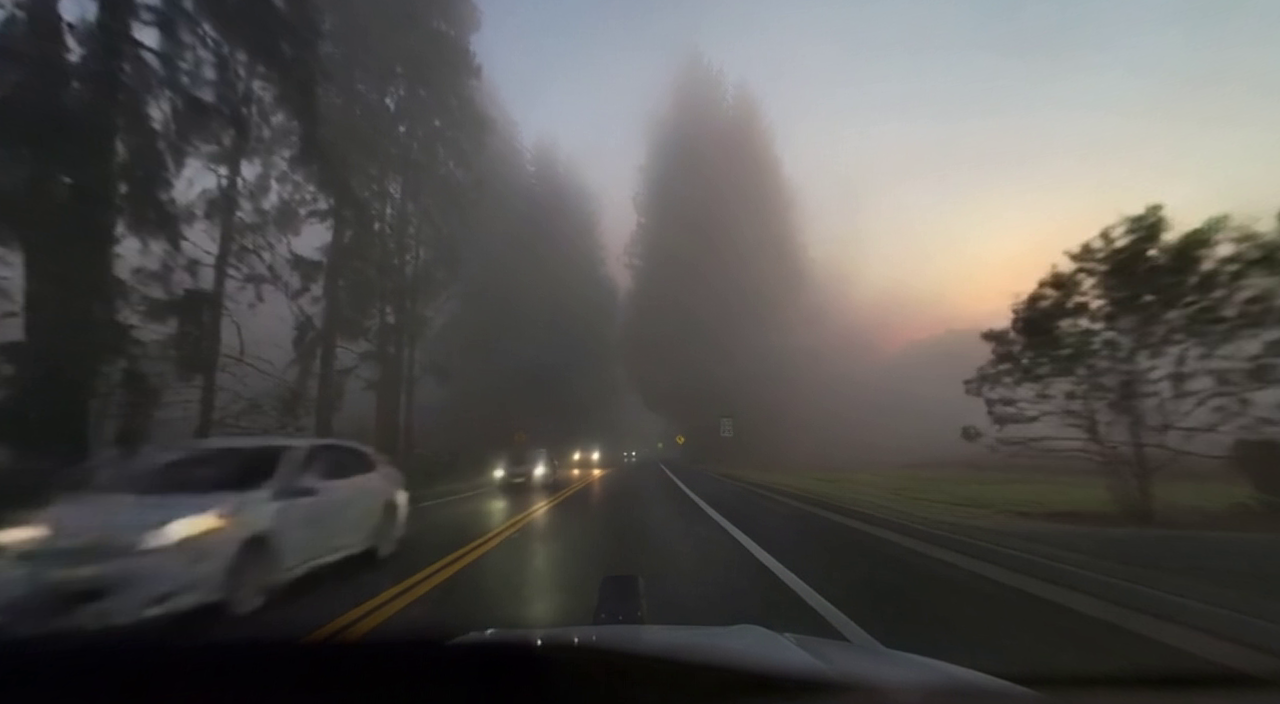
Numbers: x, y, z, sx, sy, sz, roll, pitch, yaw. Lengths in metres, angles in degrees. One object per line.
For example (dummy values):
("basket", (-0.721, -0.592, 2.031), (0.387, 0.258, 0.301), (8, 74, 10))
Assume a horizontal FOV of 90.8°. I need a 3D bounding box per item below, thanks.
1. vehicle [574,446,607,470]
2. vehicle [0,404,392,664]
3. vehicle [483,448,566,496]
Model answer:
("vehicle", (-3.807, 8.243, 49.381), (2.124, 1.754, 4.791), (0, -9, 1))
("vehicle", (-4.439, 1.534, 6.431), (1.984, 1.705, 4.346), (0, -9, 1))
("vehicle", (-3.941, 4.159, 22.341), (2.031, 1.477, 4.450), (0, -9, 1))
